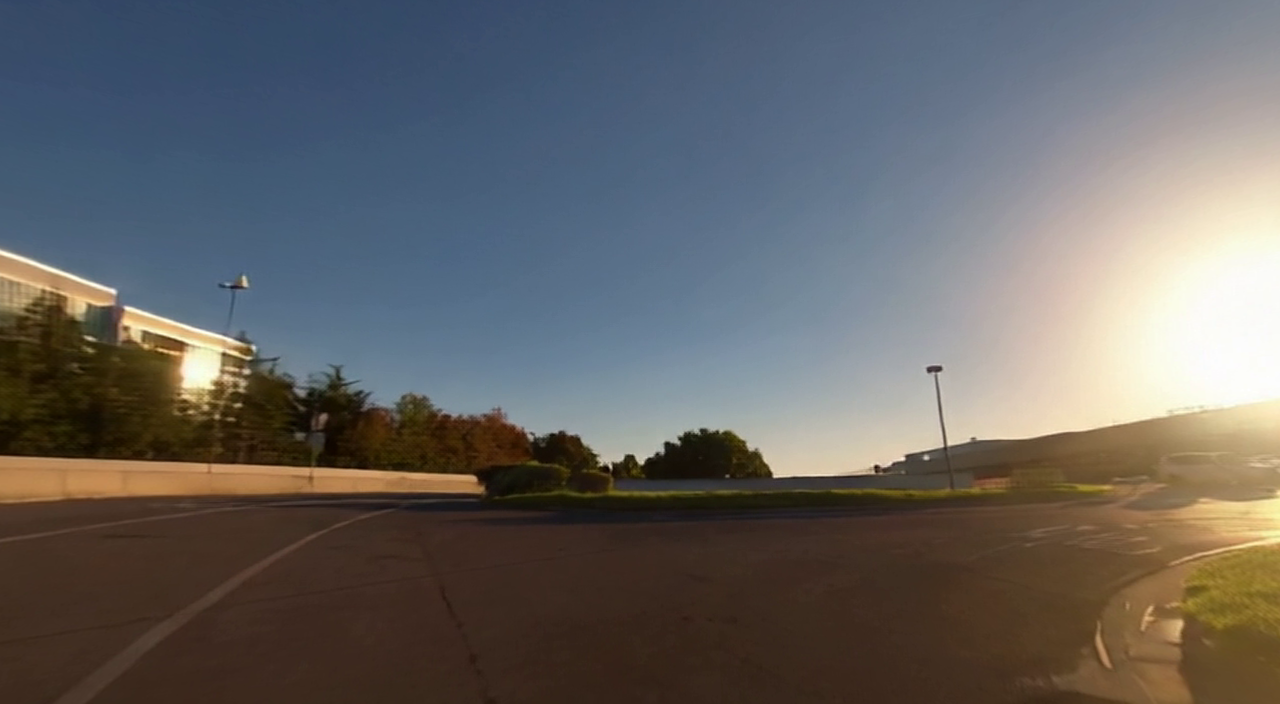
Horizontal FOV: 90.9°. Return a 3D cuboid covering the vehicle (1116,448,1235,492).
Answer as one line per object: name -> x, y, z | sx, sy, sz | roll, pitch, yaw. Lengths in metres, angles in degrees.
vehicle -> 21.629, 4.838, 25.681 | 1.944, 1.608, 3.715 | -1, -12, 10
